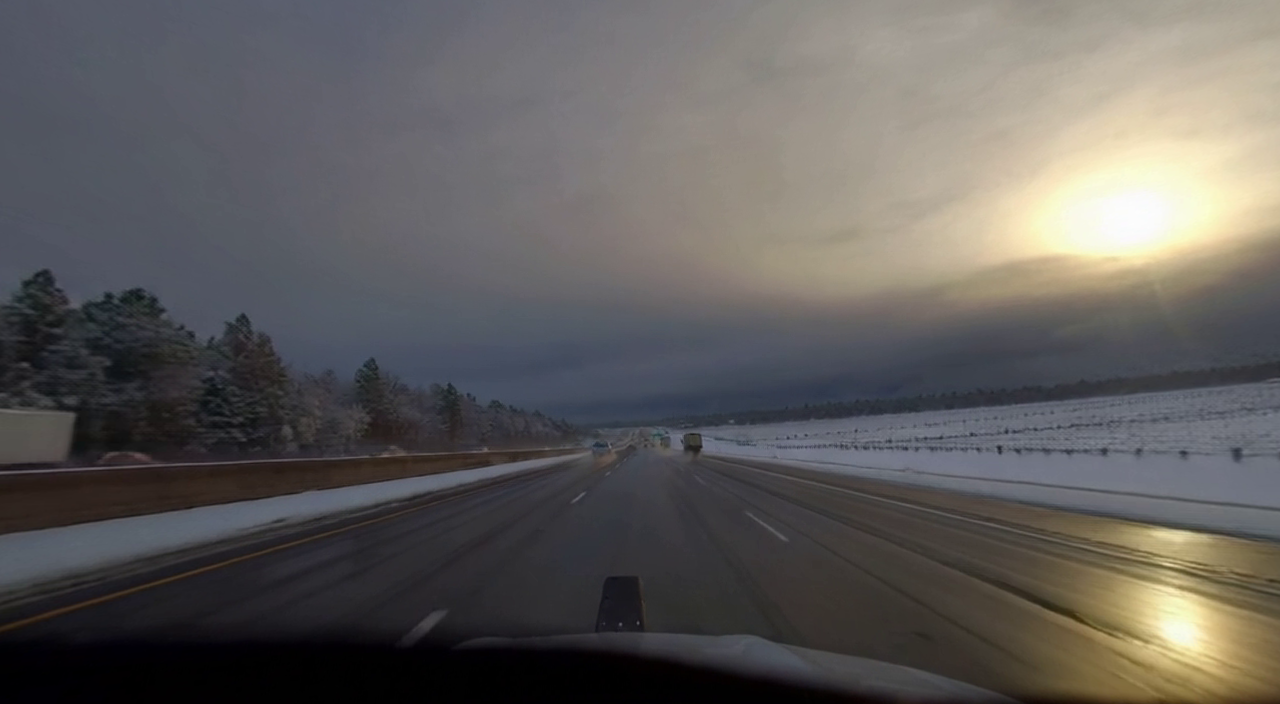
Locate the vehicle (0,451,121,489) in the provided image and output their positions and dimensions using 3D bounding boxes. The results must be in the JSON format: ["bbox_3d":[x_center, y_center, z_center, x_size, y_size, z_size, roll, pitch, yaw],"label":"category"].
[{"bbox_3d":[-27.689,5.602,30.153,1.953,1.620,4.256,0,-9,0],"label":"vehicle"}]
